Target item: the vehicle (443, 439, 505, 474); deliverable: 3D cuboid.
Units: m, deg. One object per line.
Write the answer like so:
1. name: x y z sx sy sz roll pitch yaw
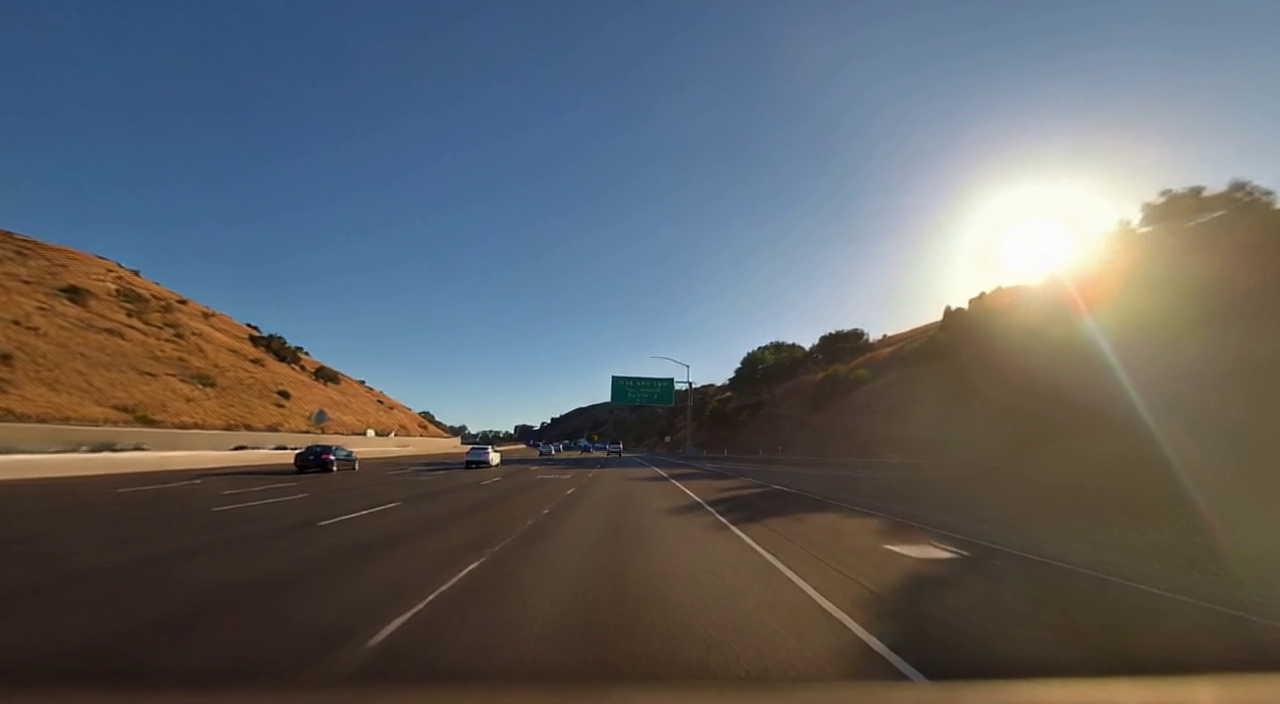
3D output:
1. vehicle: -8.613 5.467 33.187 2.104 1.715 4.319 0 -9 -1

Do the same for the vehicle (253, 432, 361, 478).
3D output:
1. vehicle: -15.715 4.887 30.251 2.240 1.953 5.452 0 -9 -1
